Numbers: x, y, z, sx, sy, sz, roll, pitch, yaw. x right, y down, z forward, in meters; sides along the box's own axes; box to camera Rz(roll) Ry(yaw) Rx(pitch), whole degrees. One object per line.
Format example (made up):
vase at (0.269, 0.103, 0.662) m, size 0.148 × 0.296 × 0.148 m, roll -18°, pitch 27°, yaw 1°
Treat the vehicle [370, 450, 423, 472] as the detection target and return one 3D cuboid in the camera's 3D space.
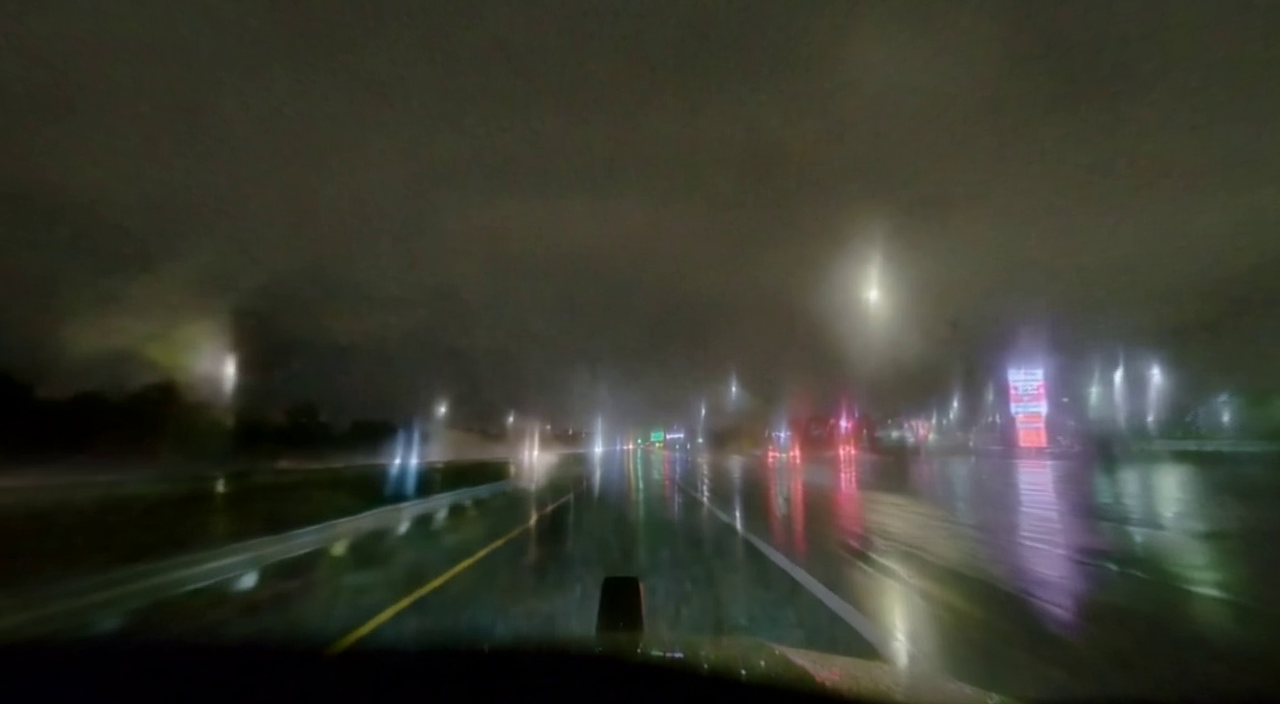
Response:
vehicle at (-17.909, 8.025, 46.518) m, size 1.986 × 1.496 × 4.738 m, roll 0°, pitch -9°, yaw 0°
